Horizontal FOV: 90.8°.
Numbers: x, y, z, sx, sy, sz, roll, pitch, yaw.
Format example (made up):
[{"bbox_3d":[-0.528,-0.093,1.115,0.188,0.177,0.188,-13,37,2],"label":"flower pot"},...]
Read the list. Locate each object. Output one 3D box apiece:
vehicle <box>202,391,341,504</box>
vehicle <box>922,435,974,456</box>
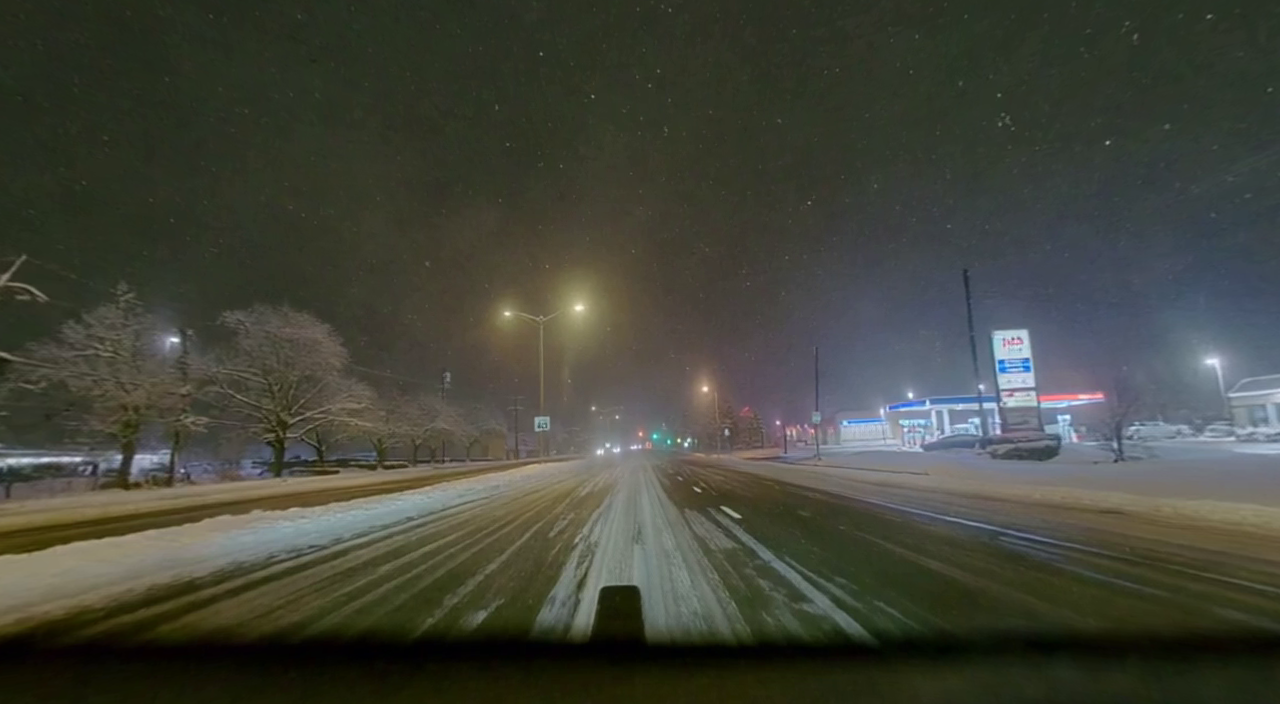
[{"bbox_3d":[-12.310,3.218,21.405,2.509,3.502,3.191,-1,-8,2],"label":"vehicle"},{"bbox_3d":[23.236,7.102,47.860,1.747,1.371,4.368,-3,-10,0],"label":"vehicle"}]
